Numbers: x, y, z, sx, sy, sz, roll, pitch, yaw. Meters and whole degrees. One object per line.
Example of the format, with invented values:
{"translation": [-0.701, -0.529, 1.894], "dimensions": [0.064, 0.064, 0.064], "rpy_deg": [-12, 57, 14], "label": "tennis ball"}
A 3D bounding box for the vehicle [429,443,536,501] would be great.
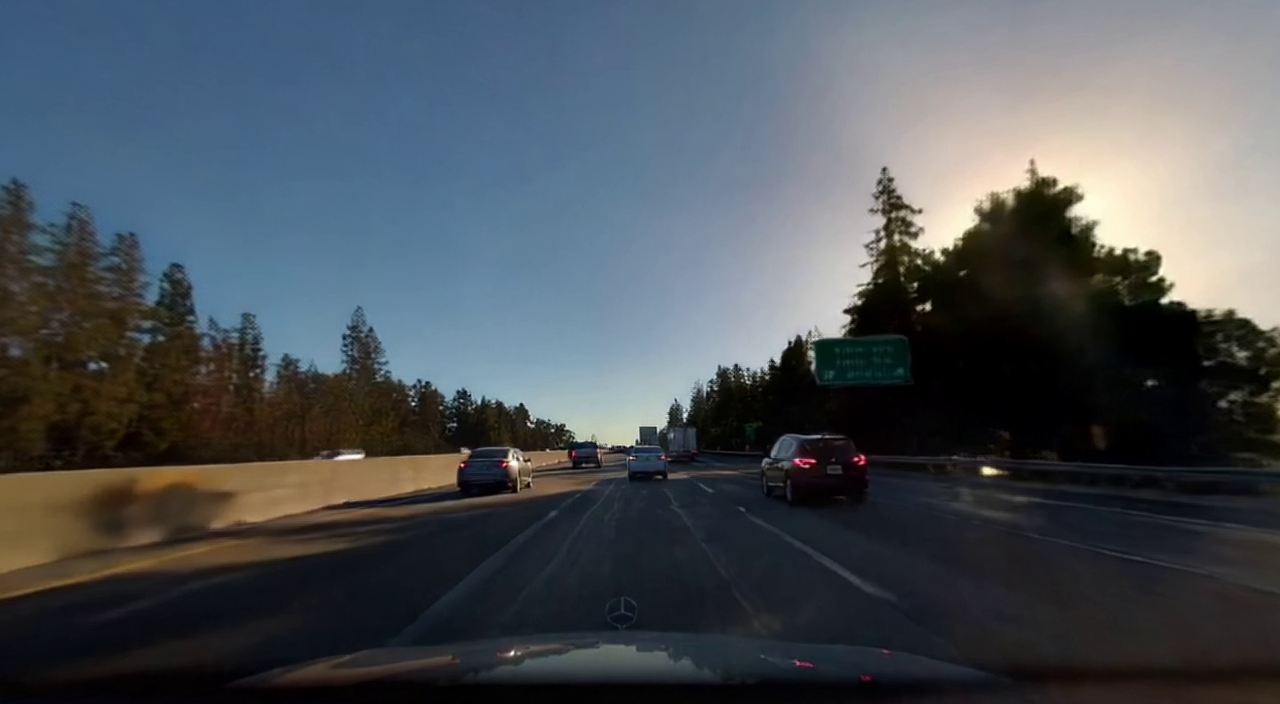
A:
{"translation": [-4.481, 3.484, 18.589], "dimensions": [1.967, 1.473, 4.439], "rpy_deg": [0, -9, 1], "label": "vehicle"}

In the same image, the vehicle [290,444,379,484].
{"translation": [-16.056, 5.898, 33.312], "dimensions": [2.126, 1.959, 4.926], "rpy_deg": [-1, -9, 1], "label": "vehicle"}

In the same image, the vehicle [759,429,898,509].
{"translation": [4.337, 2.777, 15.235], "dimensions": [2.018, 1.639, 4.149], "rpy_deg": [0, -9, -1], "label": "vehicle"}

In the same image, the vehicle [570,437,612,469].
{"translation": [-3.197, 6.745, 41.780], "dimensions": [2.230, 1.973, 4.403], "rpy_deg": [-1, -9, 2], "label": "vehicle"}

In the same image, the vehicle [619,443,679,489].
{"translation": [0.310, 4.213, 23.502], "dimensions": [2.015, 1.526, 4.286], "rpy_deg": [0, -9, 0], "label": "vehicle"}
